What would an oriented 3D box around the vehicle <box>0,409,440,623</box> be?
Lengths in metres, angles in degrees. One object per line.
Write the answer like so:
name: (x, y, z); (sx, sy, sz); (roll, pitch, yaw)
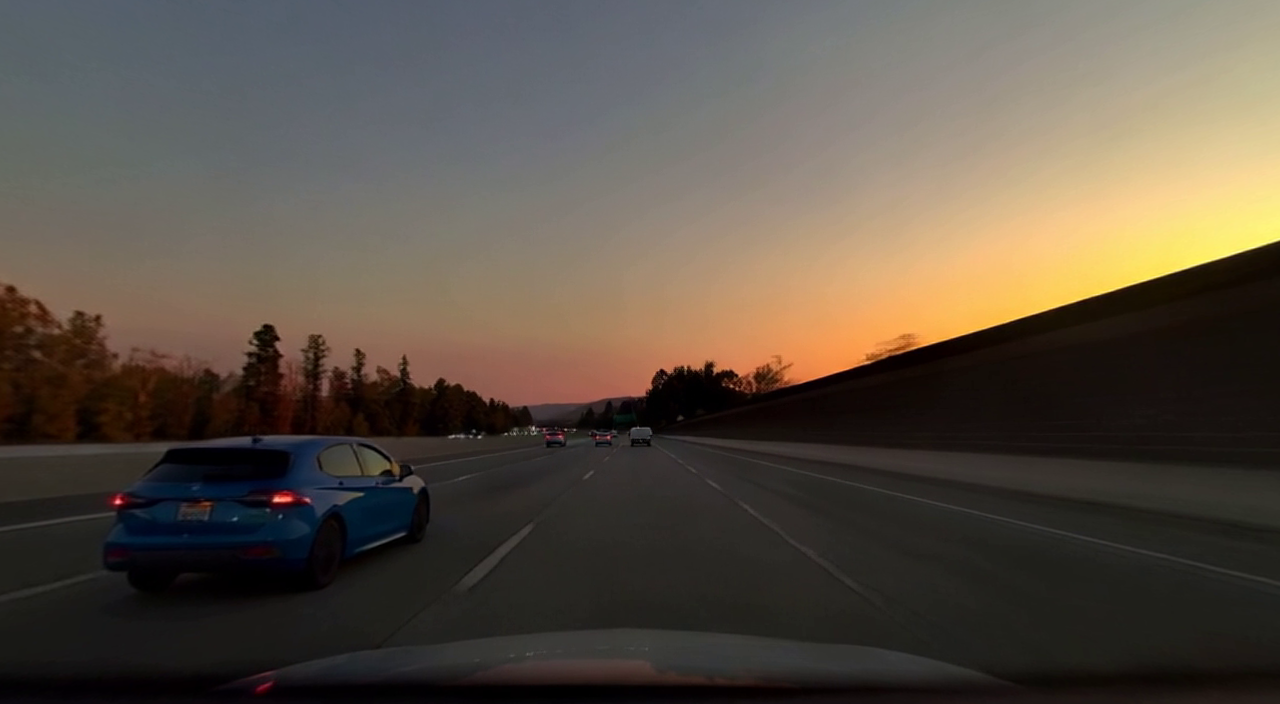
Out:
vehicle: (-3.758, 1.423, 6.448); (2.079, 1.500, 3.881); (0, -8, 1)
